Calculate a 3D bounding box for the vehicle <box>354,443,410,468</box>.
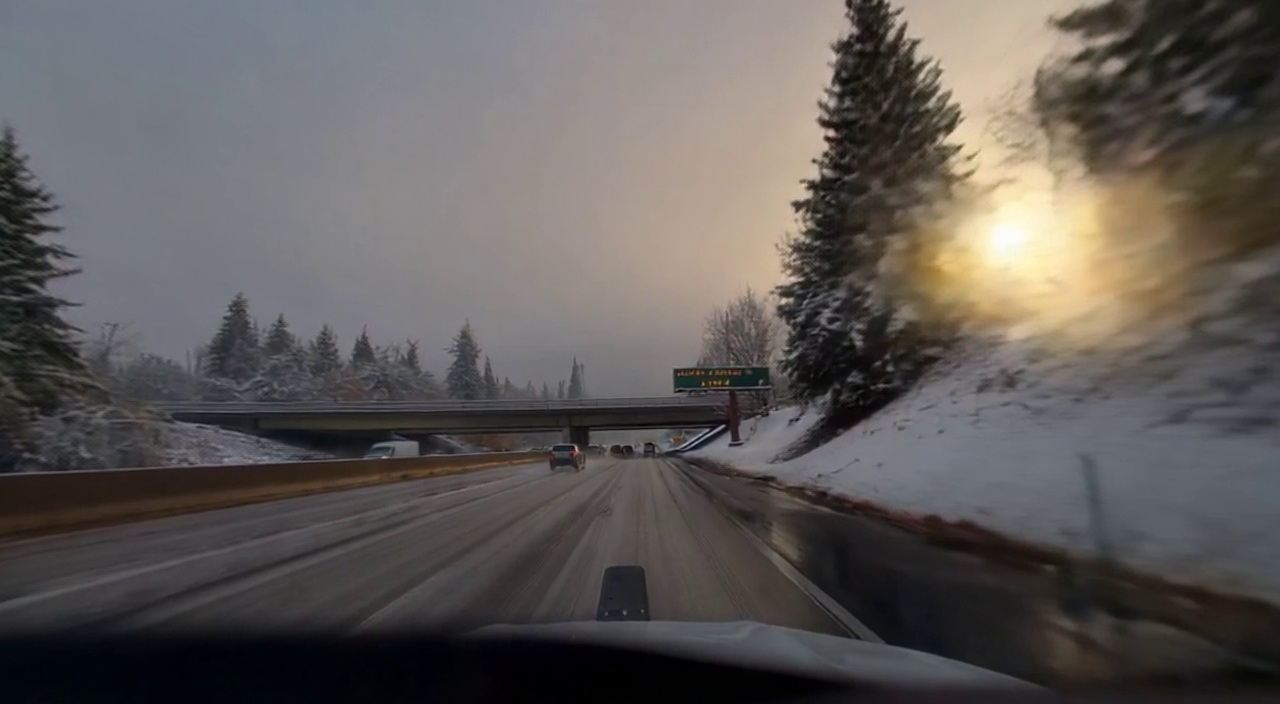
[{"bbox_3d":[-19.728,7.956,48.496,2.156,1.806,4.697,-1,-9,3],"label":"vehicle"}]
